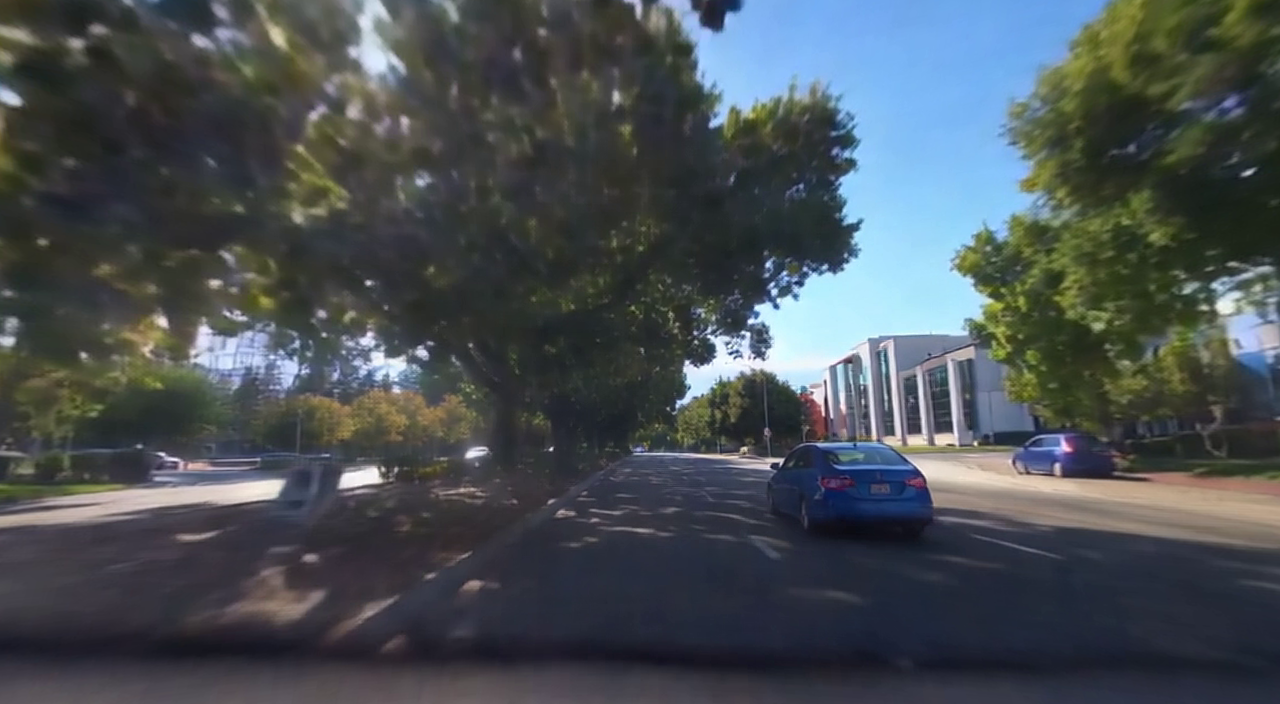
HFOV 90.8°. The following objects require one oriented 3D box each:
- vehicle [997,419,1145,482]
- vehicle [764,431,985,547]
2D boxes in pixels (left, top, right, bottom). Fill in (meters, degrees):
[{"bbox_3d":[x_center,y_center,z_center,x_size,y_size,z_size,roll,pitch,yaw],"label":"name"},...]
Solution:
[{"bbox_3d":[17.162,3.968,25.723,2.868,2.233,6.035,-2,-8,13],"label":"vehicle"},{"bbox_3d":[3.464,2.082,10.354,1.950,1.473,4.259,0,-8,0],"label":"vehicle"}]
